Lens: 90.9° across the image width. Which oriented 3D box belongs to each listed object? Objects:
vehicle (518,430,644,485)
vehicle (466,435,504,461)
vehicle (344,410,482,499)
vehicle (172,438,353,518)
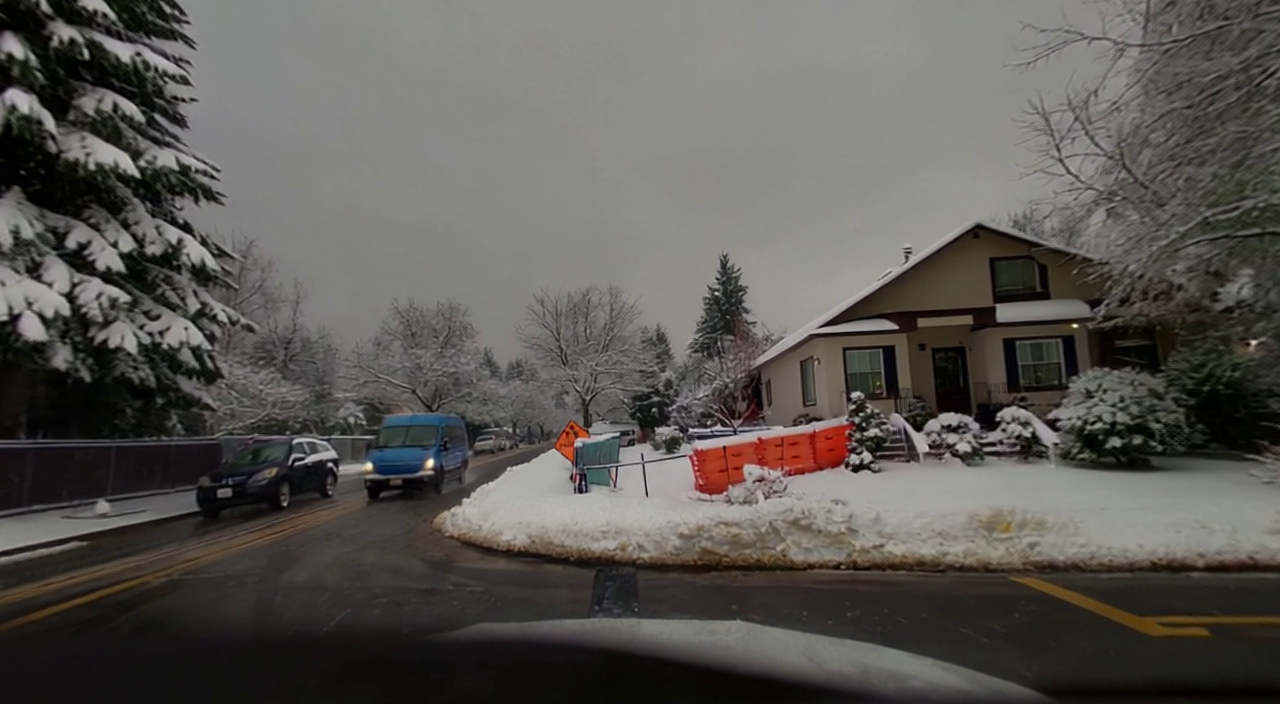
[{"bbox_3d":[-1.632,3.106,18.929,1.827,1.436,4.070,-4,-9,27],"label":"vehicle"},{"bbox_3d":[-10.350,6.385,42.286,1.765,1.493,4.130,3,-7,-5],"label":"vehicle"},{"bbox_3d":[-5.707,2.620,16.622,2.219,1.984,4.712,0,-8,-5],"label":"vehicle"},{"bbox_3d":[-8.331,2.749,14.438,1.899,1.524,4.082,1,-8,-5],"label":"vehicle"}]
